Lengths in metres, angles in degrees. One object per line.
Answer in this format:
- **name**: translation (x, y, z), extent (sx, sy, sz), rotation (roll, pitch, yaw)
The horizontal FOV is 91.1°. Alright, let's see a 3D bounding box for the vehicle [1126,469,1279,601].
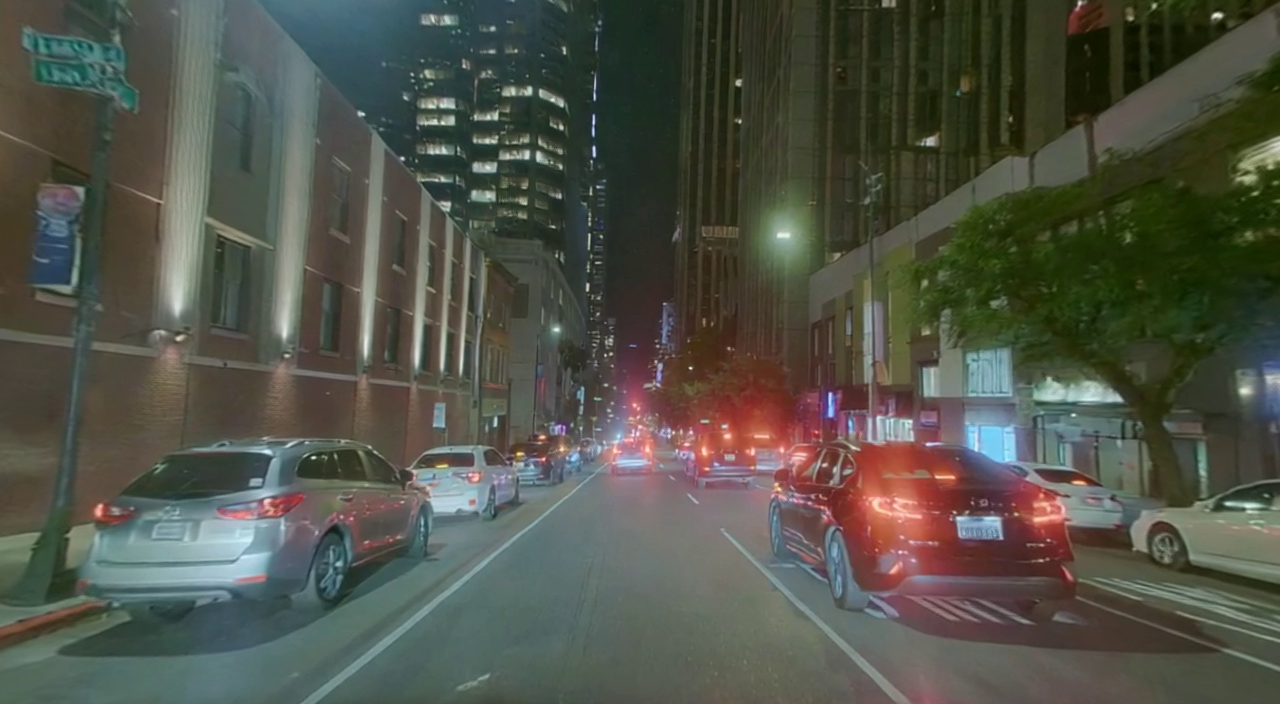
- **vehicle**: translation (8.537, 2.237, 7.550), extent (1.862, 1.461, 4.324), rotation (0, -8, 0)

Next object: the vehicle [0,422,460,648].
- **vehicle**: translation (-3.515, 1.577, 6.616), extent (1.955, 1.504, 4.618), rotation (0, -8, -1)

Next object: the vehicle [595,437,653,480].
- **vehicle**: translation (-0.550, 3.954, 23.621), extent (2.007, 1.460, 3.923), rotation (0, -8, 0)

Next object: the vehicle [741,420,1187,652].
- **vehicle**: translation (2.496, 1.542, 6.465), extent (2.080, 1.495, 4.591), rotation (0, -8, -1)

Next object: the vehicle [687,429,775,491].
- **vehicle**: translation (2.717, 3.353, 19.880), extent (2.002, 1.707, 4.547), rotation (0, -8, -1)
